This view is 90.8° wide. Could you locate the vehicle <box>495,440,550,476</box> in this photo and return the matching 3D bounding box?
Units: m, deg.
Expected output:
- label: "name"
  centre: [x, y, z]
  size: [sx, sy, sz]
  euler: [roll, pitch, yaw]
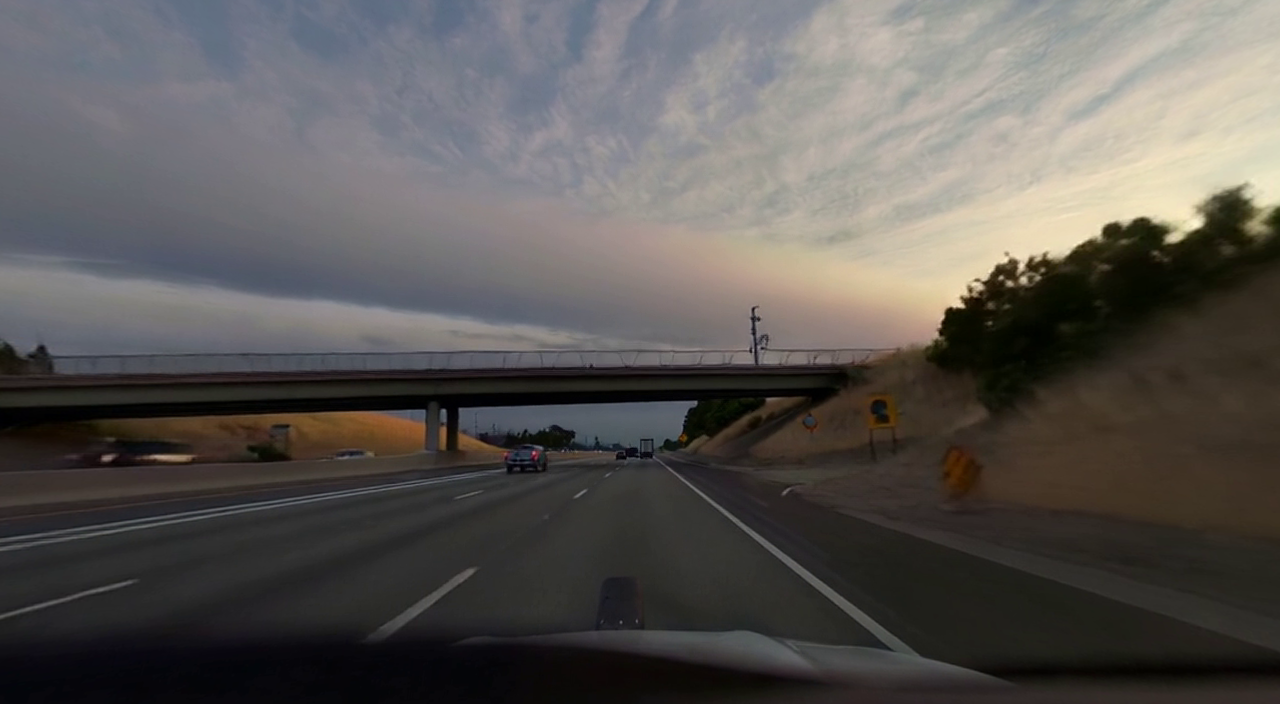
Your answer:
- label: "vehicle"
  centre: [-6.791, 6.197, 37.130]
  size: [2.232, 1.947, 5.180]
  euler: [0, -9, 0]
